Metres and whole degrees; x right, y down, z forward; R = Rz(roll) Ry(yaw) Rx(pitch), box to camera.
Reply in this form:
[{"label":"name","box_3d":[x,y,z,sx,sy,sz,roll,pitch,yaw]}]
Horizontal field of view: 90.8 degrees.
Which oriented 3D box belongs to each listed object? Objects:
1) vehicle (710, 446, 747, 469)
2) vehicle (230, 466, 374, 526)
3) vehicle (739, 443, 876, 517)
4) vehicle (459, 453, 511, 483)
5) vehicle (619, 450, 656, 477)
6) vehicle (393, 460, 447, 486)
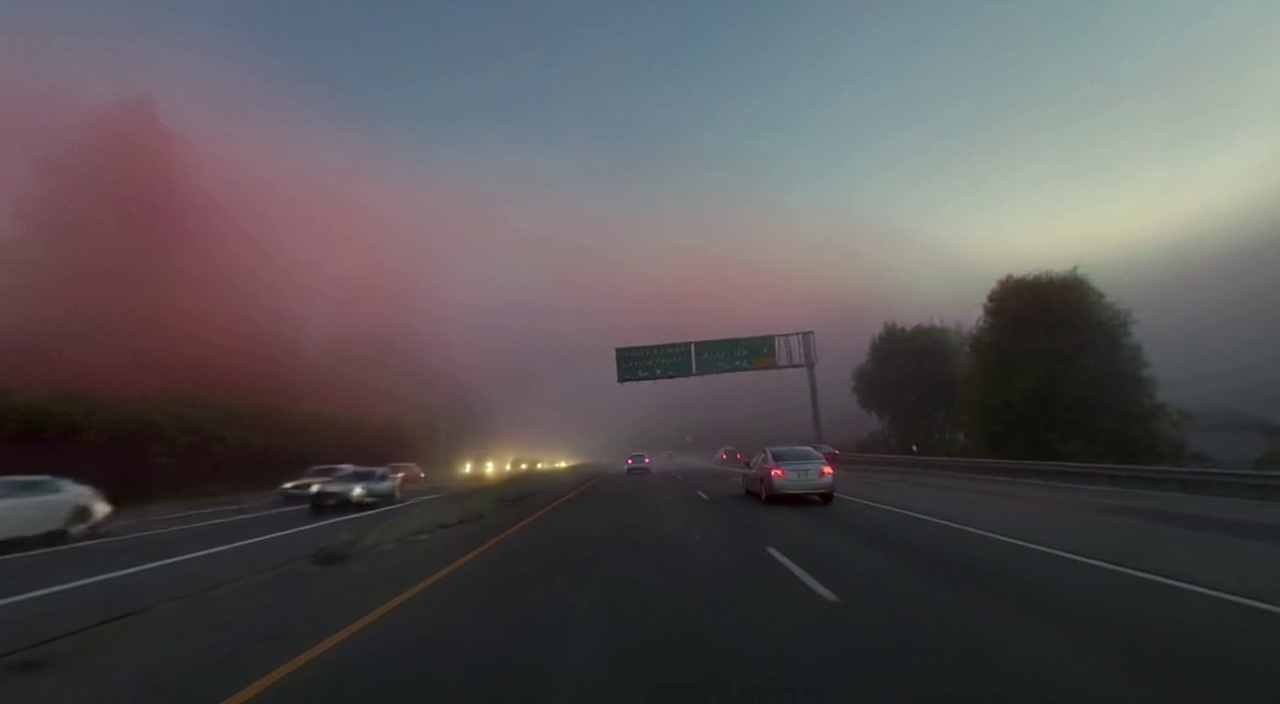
[{"label":"vehicle","box_3d":[6.678,8.024,48.151,2.094,1.652,3.955,0,-9,-3]},{"label":"vehicle","box_3d":[-9.874,4.224,18.942,1.940,1.435,4.312,0,-9,0]},{"label":"vehicle","box_3d":[3.775,2.948,15.156,1.972,1.488,4.335,0,-9,-2]},{"label":"vehicle","box_3d":[-10.255,7.675,42.166,2.212,1.815,4.785,0,-9,0]},{"label":"vehicle","box_3d":[-0.136,6.588,37.664,2.090,1.510,4.280,0,-9,0]},{"label":"vehicle","box_3d":[-13.763,7.585,39.818,1.821,1.437,4.457,0,-9,0]}]
